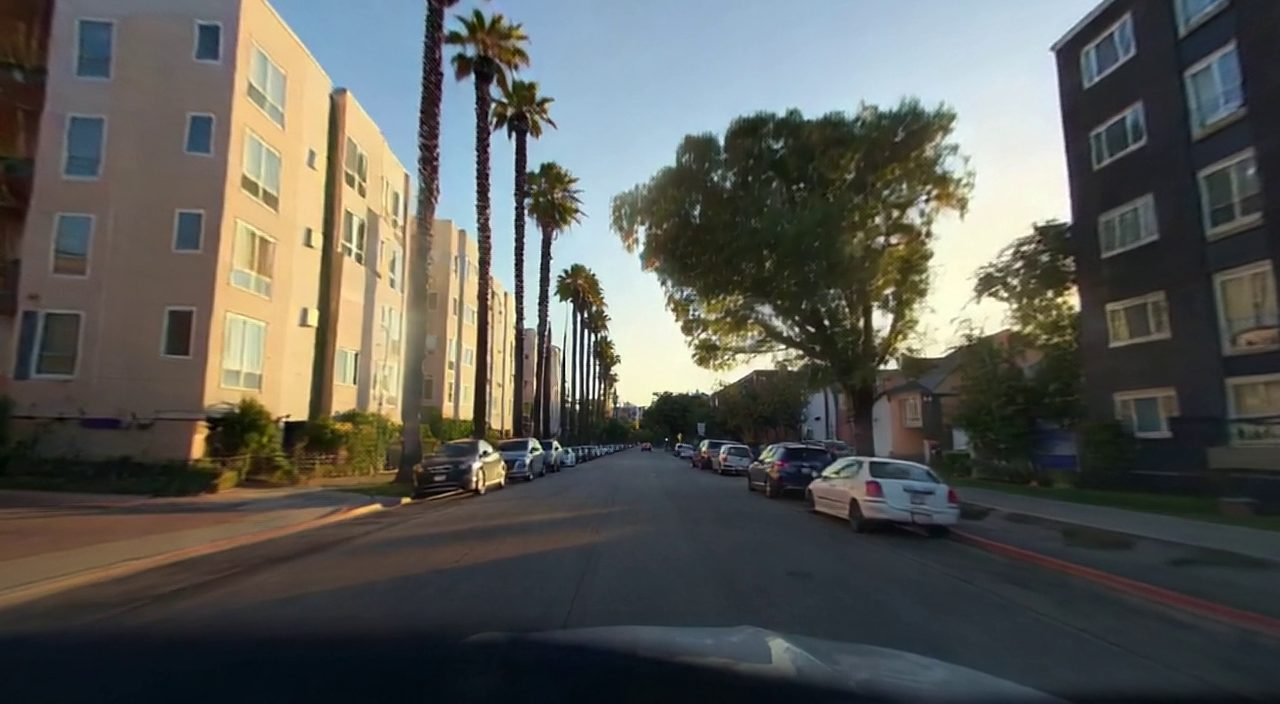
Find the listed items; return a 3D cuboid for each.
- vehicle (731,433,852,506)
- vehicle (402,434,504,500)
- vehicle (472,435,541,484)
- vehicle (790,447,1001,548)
[{"bbox_3d":[4.151,3.319,18.347,2.201,1.787,5.007,0,-8,-1],"label":"vehicle"},{"bbox_3d":[-5.800,3.600,20.230,1.947,1.806,4.413,2,-8,-1],"label":"vehicle"},{"bbox_3d":[-5.573,4.532,27.003,2.087,1.896,4.554,0,-8,-1],"label":"vehicle"},{"bbox_3d":[4.335,2.504,11.663,1.909,1.449,4.513,0,-8,-2],"label":"vehicle"}]
